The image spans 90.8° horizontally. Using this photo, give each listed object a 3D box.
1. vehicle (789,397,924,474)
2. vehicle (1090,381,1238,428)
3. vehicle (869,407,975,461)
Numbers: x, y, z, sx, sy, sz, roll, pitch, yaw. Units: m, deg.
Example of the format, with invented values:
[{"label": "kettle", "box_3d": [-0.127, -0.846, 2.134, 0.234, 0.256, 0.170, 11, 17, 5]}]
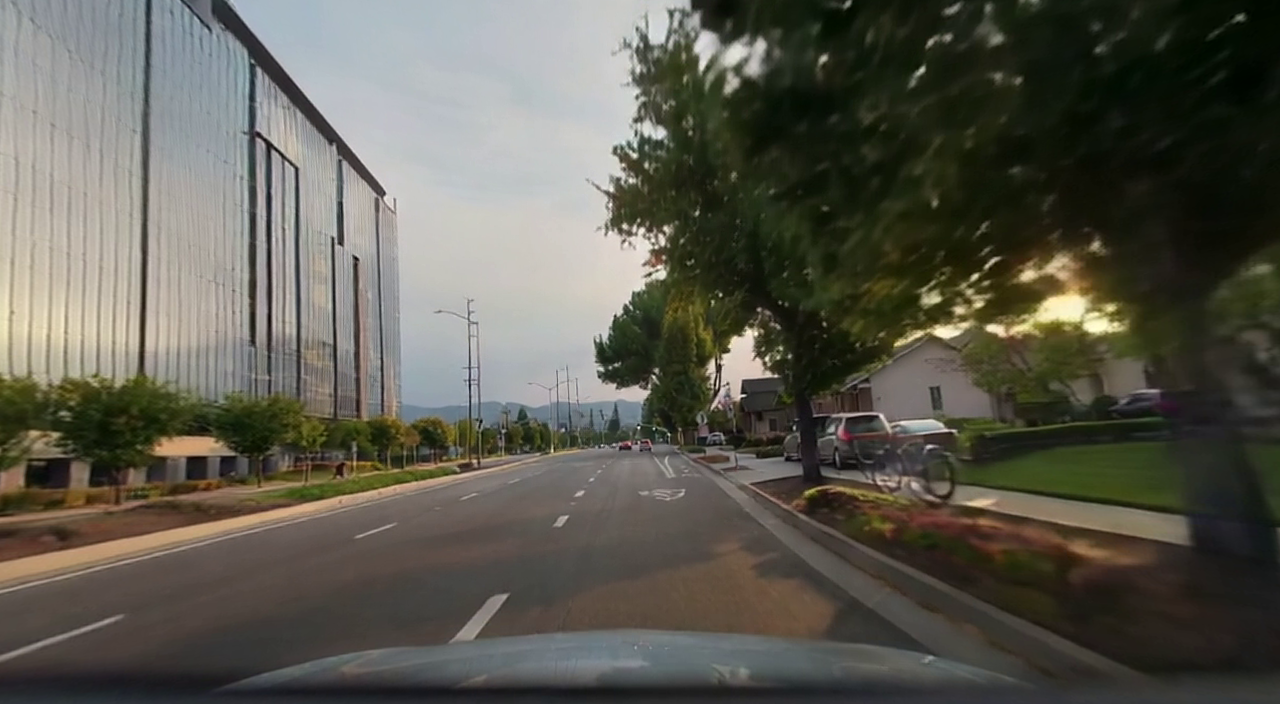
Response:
[{"label": "vehicle", "box_3d": [6.444, 2.621, 19.610, 2.160, 1.944, 5.086, -3, -8, -2]}, {"label": "vehicle", "box_3d": [19.832, 2.106, 24.236, 1.890, 1.492, 4.494, 0, -9, 2]}, {"label": "vehicle", "box_3d": [8.851, 2.650, 20.184, 1.842, 1.535, 3.638, 0, -9, 3]}]
